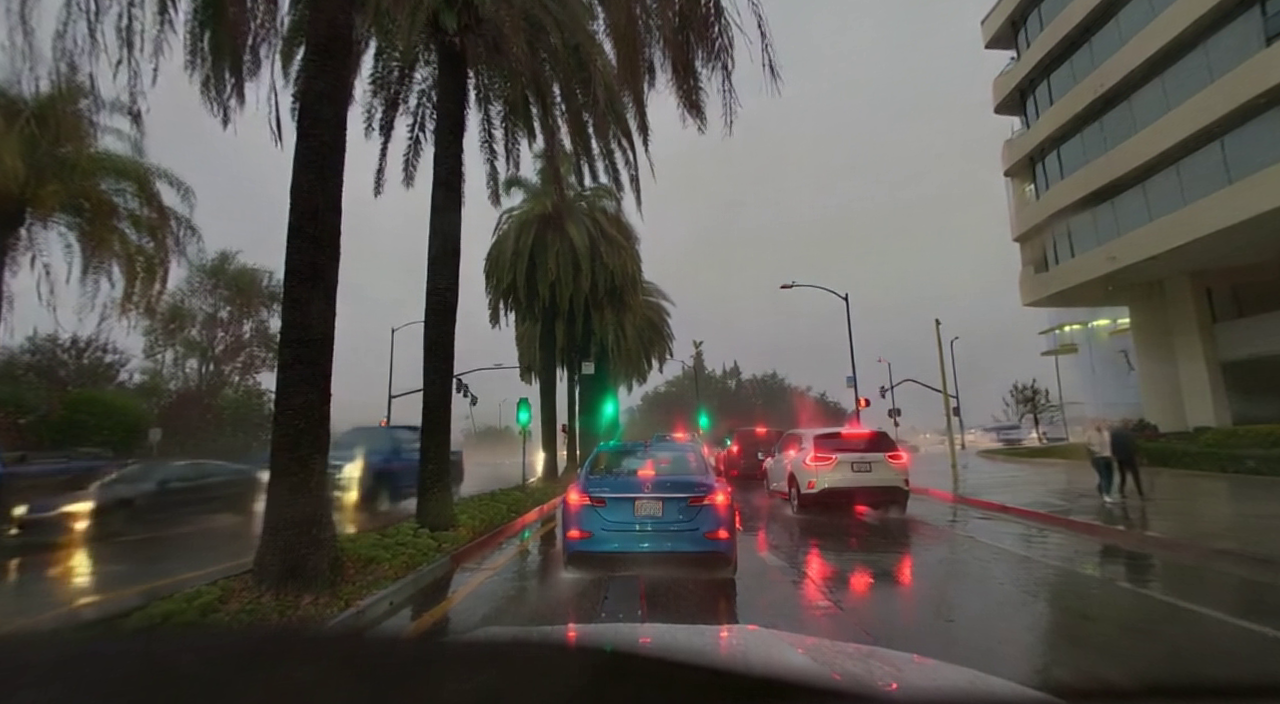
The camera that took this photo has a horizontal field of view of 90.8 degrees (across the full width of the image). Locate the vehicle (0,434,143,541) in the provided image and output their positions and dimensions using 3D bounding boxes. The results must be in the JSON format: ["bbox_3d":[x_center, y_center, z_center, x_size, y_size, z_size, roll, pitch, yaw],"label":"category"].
[{"bbox_3d":[-13.055,2.720,12.294,2.240,1.964,5.707,-6,-8,0],"label":"vehicle"}]

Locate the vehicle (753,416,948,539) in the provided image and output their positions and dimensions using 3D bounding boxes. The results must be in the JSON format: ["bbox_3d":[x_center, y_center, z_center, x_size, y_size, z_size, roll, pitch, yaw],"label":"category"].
[{"bbox_3d":[3.396,2.112,11.239,2.003,1.733,4.319,0,-8,1],"label":"vehicle"}]

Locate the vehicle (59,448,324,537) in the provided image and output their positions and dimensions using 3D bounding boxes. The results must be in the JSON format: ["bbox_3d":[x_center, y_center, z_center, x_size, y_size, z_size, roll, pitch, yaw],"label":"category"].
[{"bbox_3d":[-8.583,2.678,12.776,1.898,1.439,4.540,-1,-8,2],"label":"vehicle"}]

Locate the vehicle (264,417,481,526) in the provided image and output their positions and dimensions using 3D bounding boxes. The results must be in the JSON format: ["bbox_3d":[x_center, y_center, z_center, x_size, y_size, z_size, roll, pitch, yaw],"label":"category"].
[{"bbox_3d":[-5.204,2.400,13.274,2.068,1.811,4.910,-2,-9,5],"label":"vehicle"}]

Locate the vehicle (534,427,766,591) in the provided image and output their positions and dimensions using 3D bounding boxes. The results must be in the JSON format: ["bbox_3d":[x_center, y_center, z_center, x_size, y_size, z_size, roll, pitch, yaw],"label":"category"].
[{"bbox_3d":[0.131,1.716,7.747,2.088,1.452,3.993,0,-8,1],"label":"vehicle"}]
